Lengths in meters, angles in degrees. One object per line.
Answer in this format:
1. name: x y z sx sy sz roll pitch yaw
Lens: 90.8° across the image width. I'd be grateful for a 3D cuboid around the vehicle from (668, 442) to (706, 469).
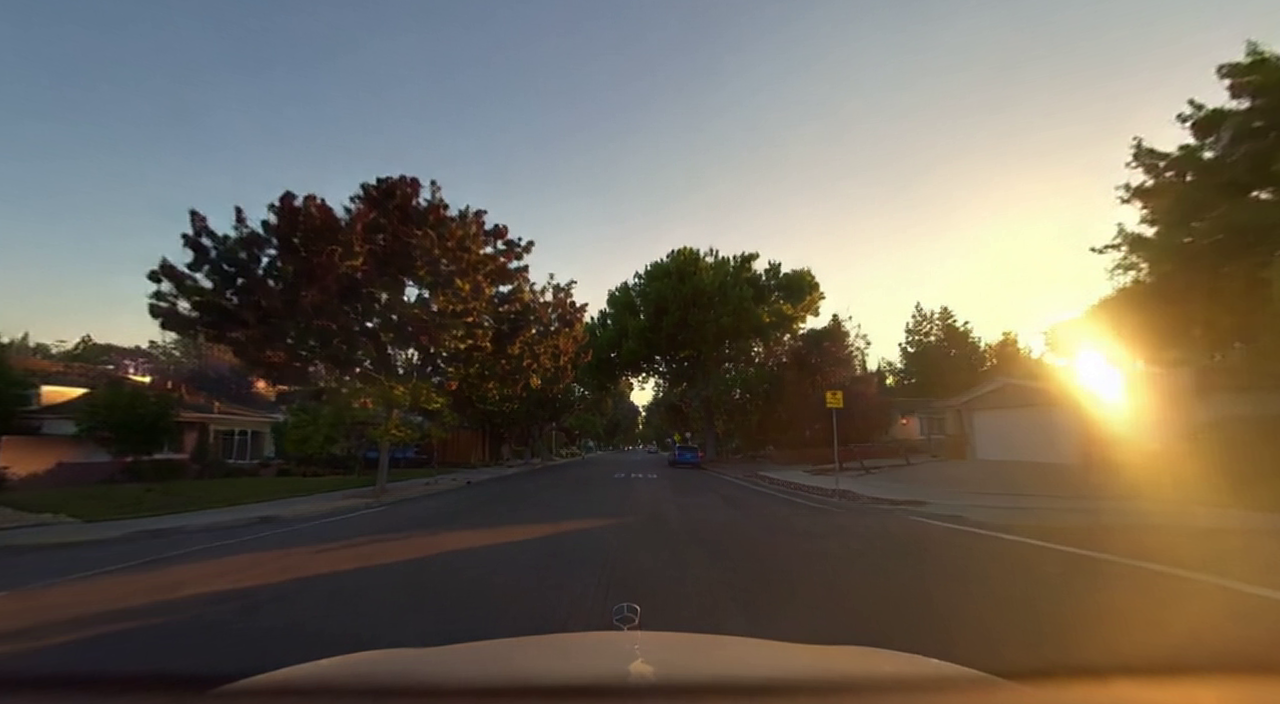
1. vehicle: 3.012 6.727 41.081 2.114 1.633 4.042 0 -9 0
